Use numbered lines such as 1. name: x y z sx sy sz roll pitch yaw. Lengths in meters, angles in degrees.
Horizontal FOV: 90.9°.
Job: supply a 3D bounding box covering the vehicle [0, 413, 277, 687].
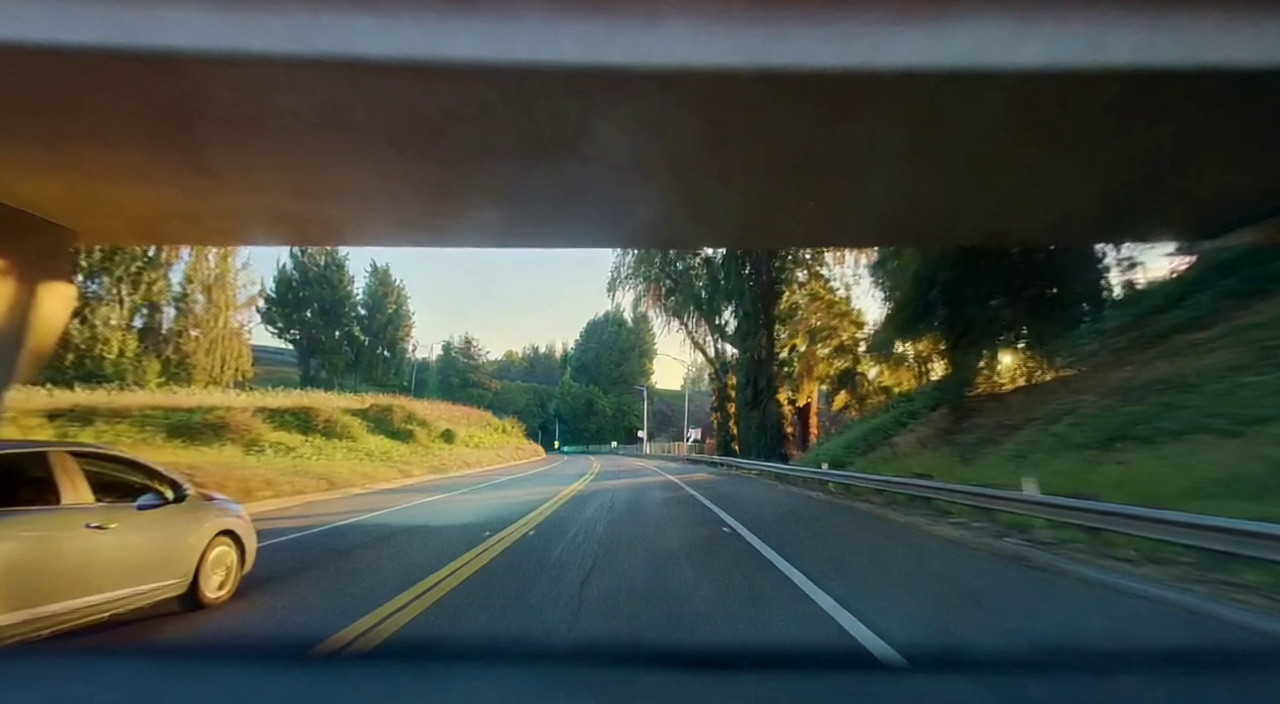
1. vehicle: -4.529 1.153 3.834 1.968 1.503 4.443 0 -9 0
